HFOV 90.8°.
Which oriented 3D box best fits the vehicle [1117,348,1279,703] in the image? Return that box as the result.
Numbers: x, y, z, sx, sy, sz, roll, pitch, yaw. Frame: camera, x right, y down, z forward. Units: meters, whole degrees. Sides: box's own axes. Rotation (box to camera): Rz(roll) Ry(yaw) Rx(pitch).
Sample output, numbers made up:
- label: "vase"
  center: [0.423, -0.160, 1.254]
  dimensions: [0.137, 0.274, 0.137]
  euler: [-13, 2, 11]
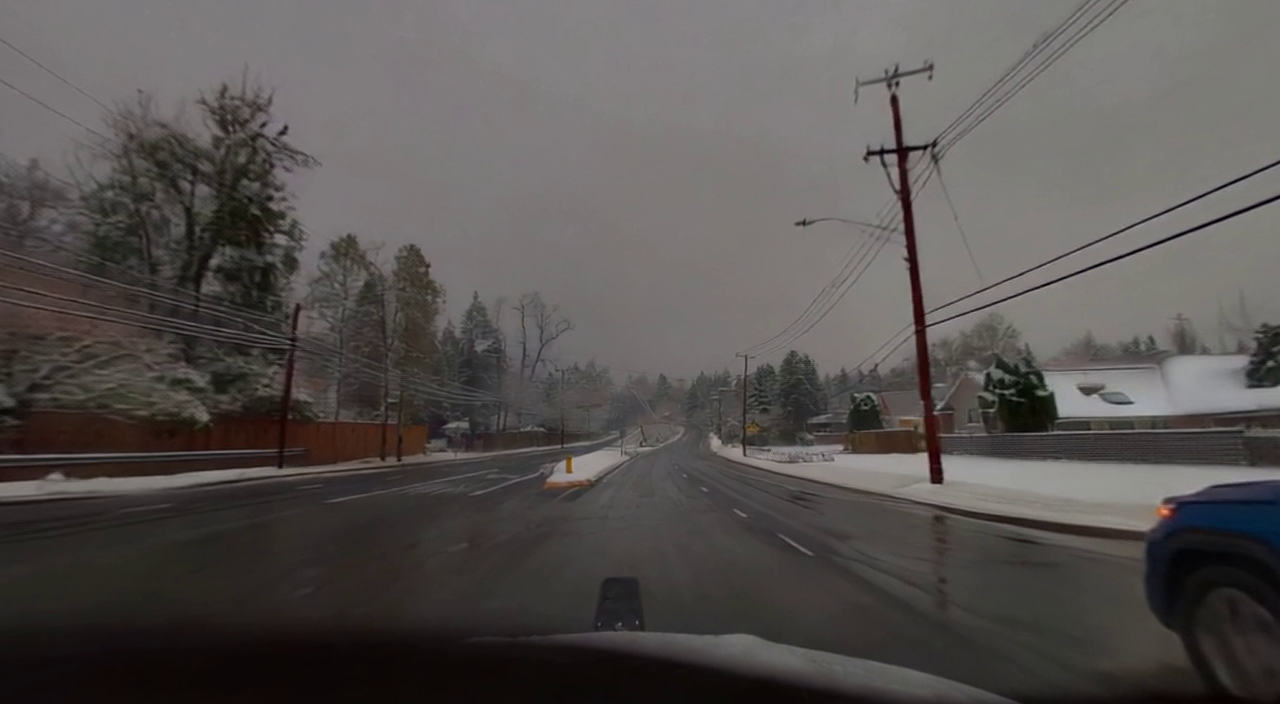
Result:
- label: "vehicle"
  center: [4.052, 0.644, 1.411]
  dimensions: [2.193, 1.777, 4.772]
  euler: [0, -9, 0]
